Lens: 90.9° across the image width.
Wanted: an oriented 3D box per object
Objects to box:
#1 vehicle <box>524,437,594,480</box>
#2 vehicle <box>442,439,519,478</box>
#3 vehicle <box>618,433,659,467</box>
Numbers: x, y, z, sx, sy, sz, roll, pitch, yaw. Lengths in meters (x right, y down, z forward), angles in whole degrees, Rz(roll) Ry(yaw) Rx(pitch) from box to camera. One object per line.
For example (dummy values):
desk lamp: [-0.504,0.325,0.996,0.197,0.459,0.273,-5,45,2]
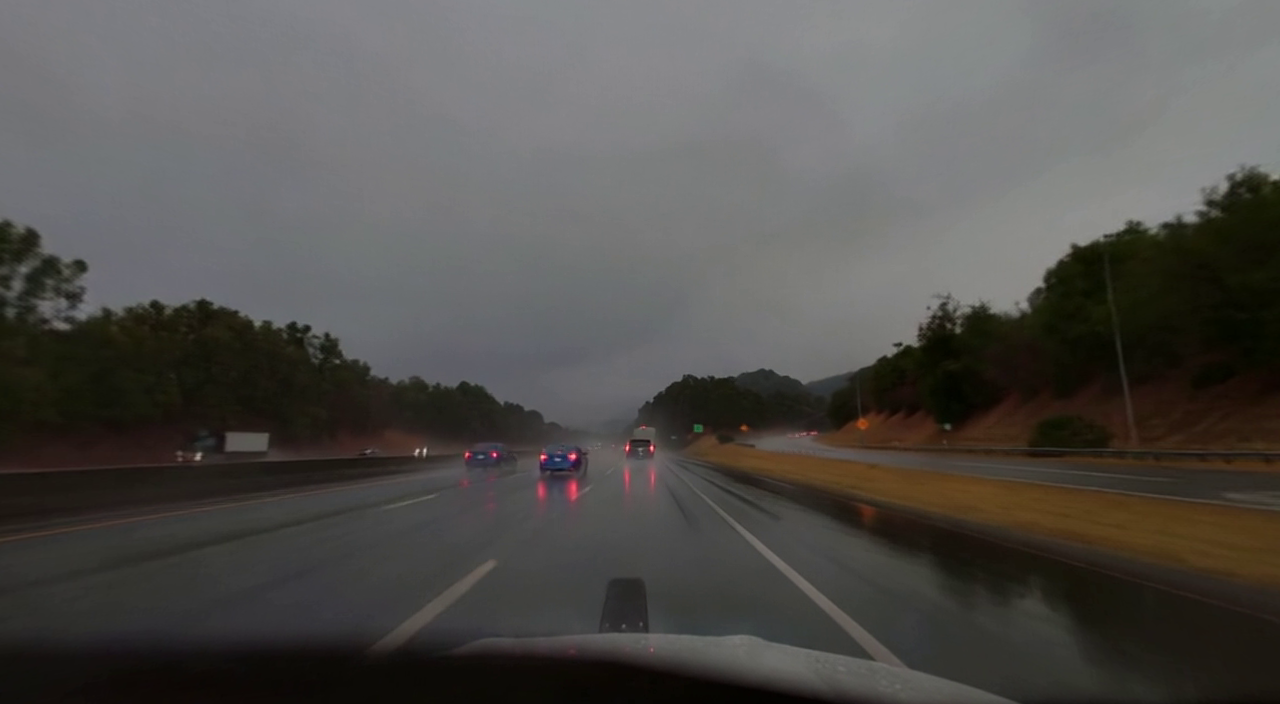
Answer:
vehicle: [-3.254,4.399,26.447,2.139,1.589,5.102,0,-8,1]
vehicle: [-6.783,4.562,27.346,2.009,1.519,4.697,0,-8,1]
vehicle: [-0.073,5.876,37.988,2.309,1.915,5.130,0,-8,0]
